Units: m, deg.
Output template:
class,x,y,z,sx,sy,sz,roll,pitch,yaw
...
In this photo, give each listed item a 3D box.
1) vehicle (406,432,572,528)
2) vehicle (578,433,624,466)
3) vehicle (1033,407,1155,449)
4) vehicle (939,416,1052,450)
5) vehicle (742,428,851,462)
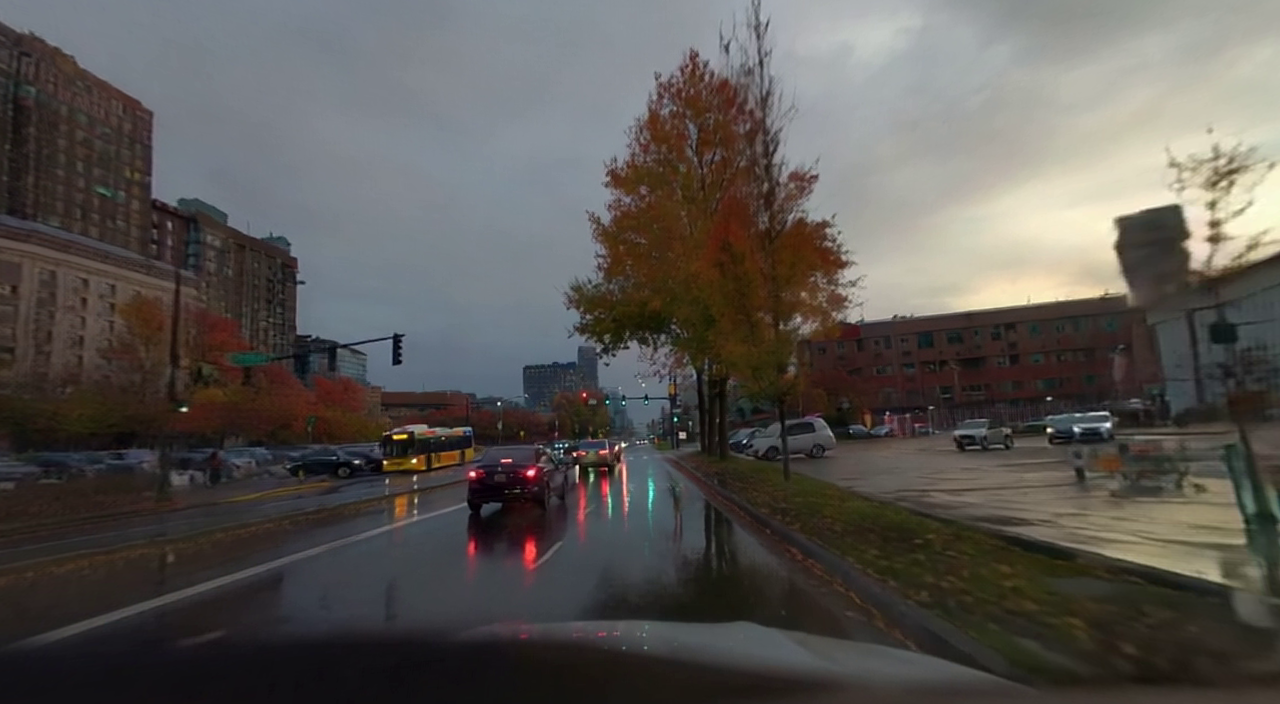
class,x,y,z,sx,sy,sz,roll,pitch,yaw
vehicle,-2.613,2.343,12.003,2.092,1.507,4.078,0,-9,1
vehicle,-2.143,5.589,35.850,2.365,1.751,3.904,0,-9,0
vehicle,21.270,3.595,29.473,4.172,1.687,1.773,-4,-8,0
vehicle,16.729,3.862,29.640,4.064,1.507,2.078,0,-9,1
vehicle,7.808,4.704,31.692,4.894,1.451,2.089,-3,-8,1
